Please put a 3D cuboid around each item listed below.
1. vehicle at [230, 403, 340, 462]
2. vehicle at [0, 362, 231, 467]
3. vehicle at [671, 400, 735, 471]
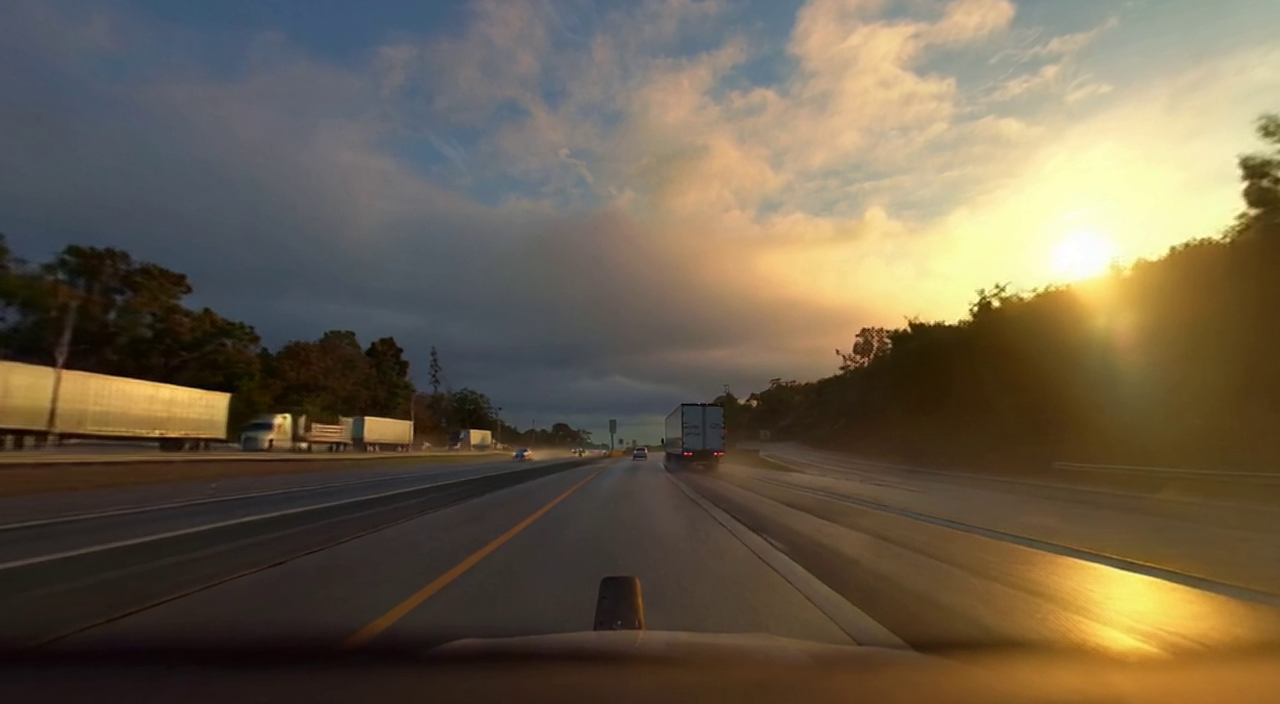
[{"bbox_3d":[-26.221,6.187,47.232,2.933,3.877,9.896,0,-9,-3],"label":"vehicle"},{"bbox_3d":[-26.453,3.496,31.307,2.964,4.069,13.685,0,-9,0],"label":"vehicle"},{"bbox_3d":[3.981,5.850,43.221,3.185,4.154,12.638,0,-9,0],"label":"vehicle"}]
